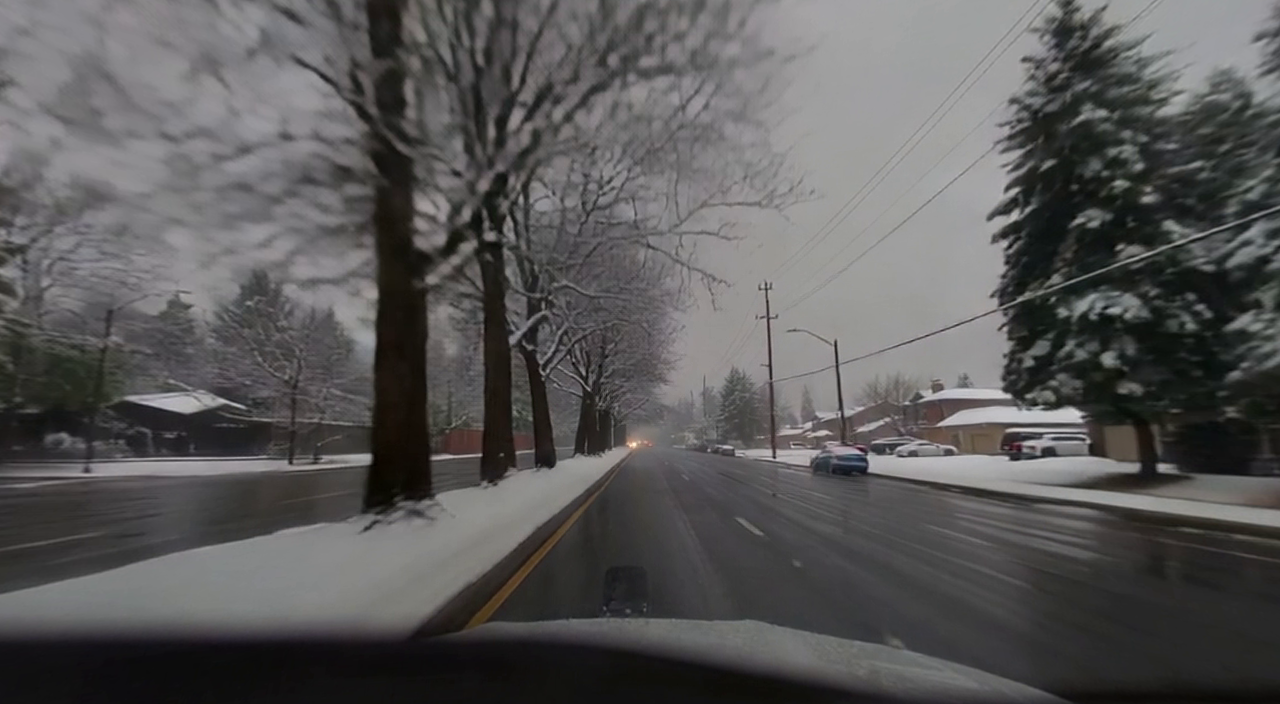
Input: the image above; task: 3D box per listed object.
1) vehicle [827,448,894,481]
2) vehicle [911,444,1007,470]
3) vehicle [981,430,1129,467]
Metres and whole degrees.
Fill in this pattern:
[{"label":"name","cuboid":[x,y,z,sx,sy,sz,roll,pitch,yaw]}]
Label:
[{"label":"vehicle","cuboid":[11.710,5.950,33.771,1.929,1.489,4.777,4,-8,1]},{"label":"vehicle","cuboid":[19.958,6.578,39.591,4.897,1.608,2.005,0,-8,1]},{"label":"vehicle","cuboid":[22.919,5.385,35.101,6.075,1.933,3.018,0,-8,1]}]
